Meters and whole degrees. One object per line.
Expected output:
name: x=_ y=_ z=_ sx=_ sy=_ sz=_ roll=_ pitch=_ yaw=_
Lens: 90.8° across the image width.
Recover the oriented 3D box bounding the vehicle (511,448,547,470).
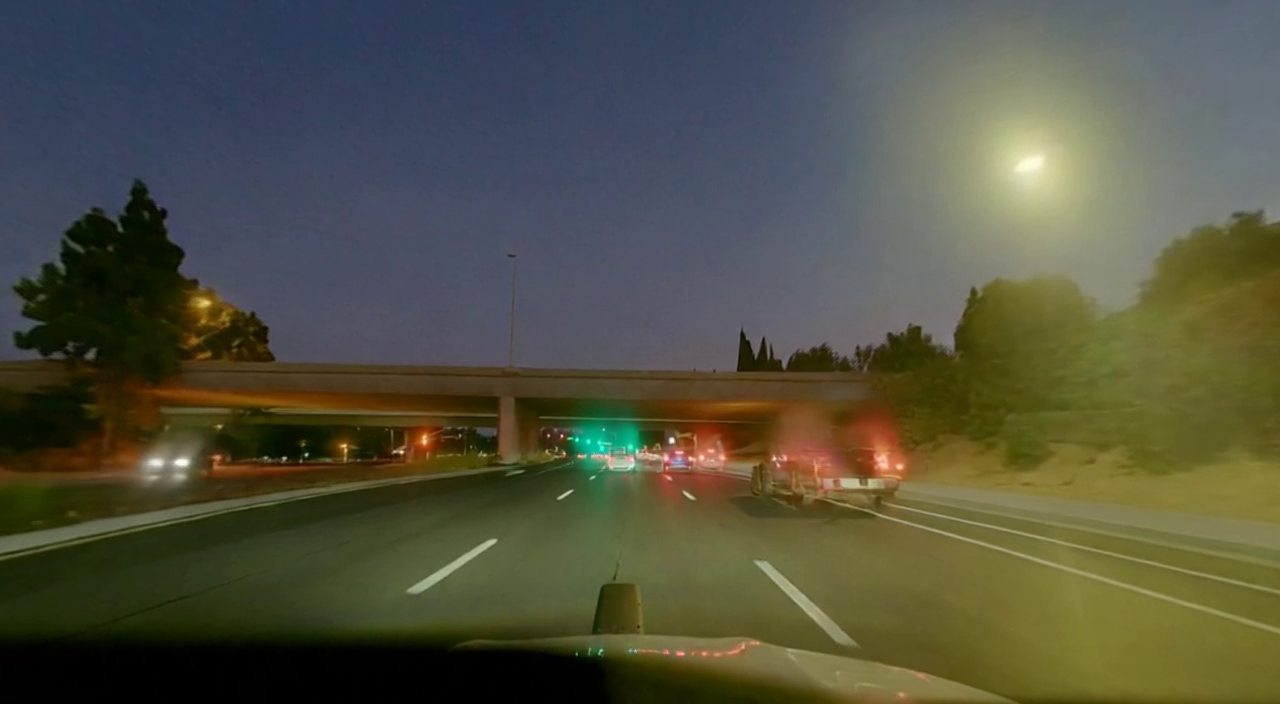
vehicle: x=-8.000 y=7.713 z=45.800 sx=2.007 sy=1.519 sz=4.366 roll=0 pitch=-9 yaw=-2

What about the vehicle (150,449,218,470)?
vehicle: x=-33.733 y=7.948 z=46.904 sx=1.890 sy=1.462 sz=4.500 roll=0 pitch=-9 yaw=-4
